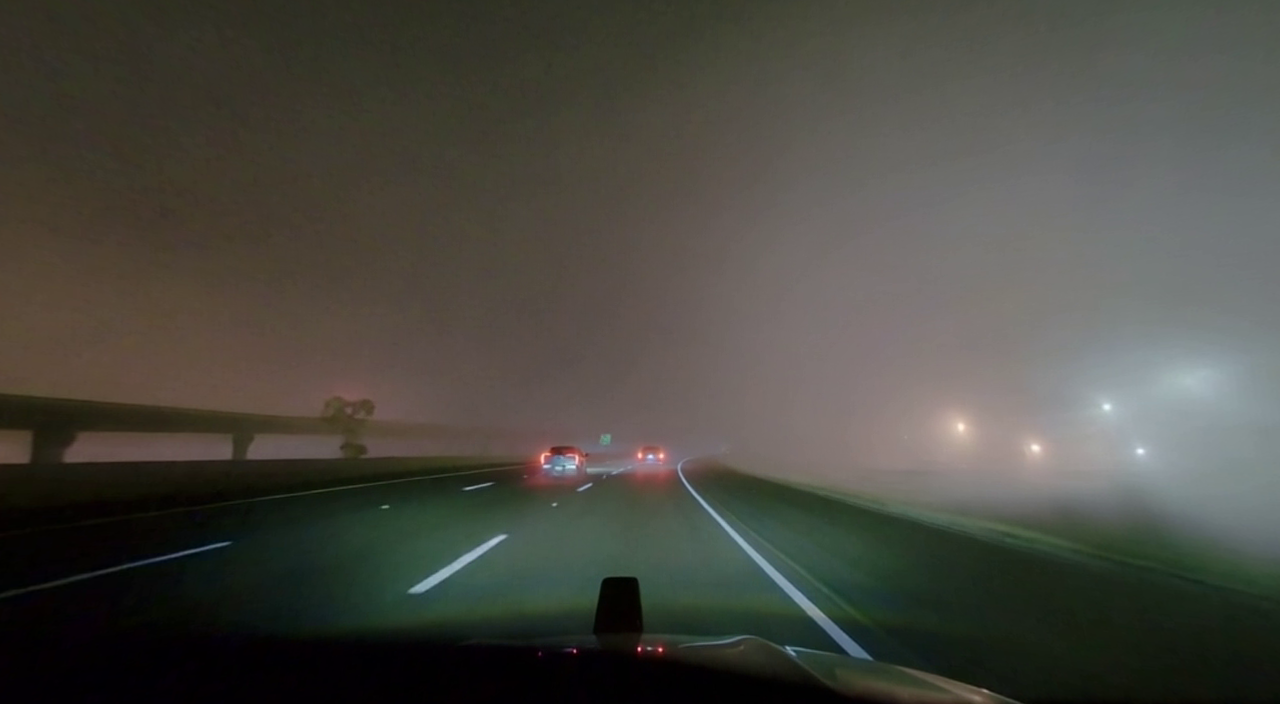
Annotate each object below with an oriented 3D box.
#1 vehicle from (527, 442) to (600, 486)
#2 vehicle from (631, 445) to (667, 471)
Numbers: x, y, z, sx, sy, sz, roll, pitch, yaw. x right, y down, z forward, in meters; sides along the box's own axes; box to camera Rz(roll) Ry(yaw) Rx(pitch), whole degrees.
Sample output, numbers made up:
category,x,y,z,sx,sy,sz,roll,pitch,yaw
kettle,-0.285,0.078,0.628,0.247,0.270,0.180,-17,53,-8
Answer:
category,x,y,z,sx,sy,sz,roll,pitch,yaw
vehicle,-2.851,4.311,24.517,2.129,1.563,4.387,0,-9,2
vehicle,0.582,6.637,39.596,2.129,1.502,4.321,0,-9,2
